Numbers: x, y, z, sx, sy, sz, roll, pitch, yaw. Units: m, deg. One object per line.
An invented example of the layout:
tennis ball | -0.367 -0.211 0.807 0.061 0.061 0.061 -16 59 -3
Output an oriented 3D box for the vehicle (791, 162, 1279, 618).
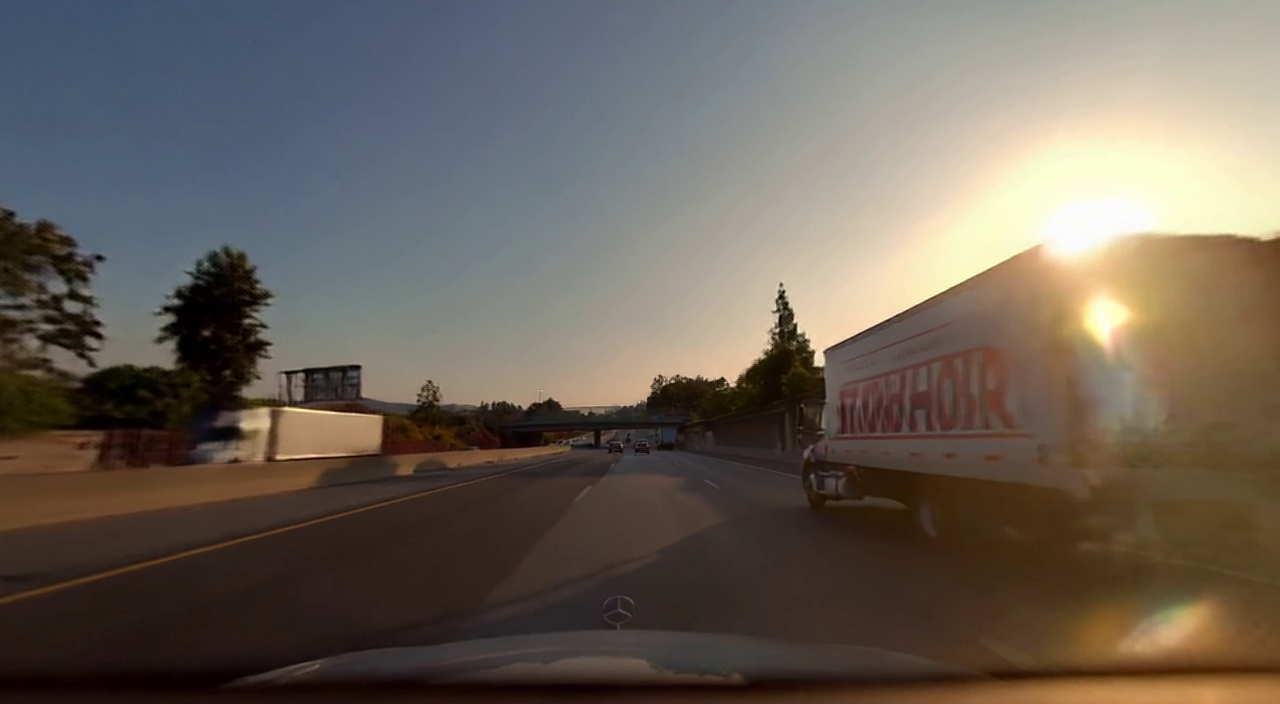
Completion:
vehicle | 5.343 0.923 10.042 2.949 3.470 10.539 0 -8 -2

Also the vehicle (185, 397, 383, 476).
vehicle | -21.264 5.387 39.974 3.085 3.910 16.801 0 -8 -1
